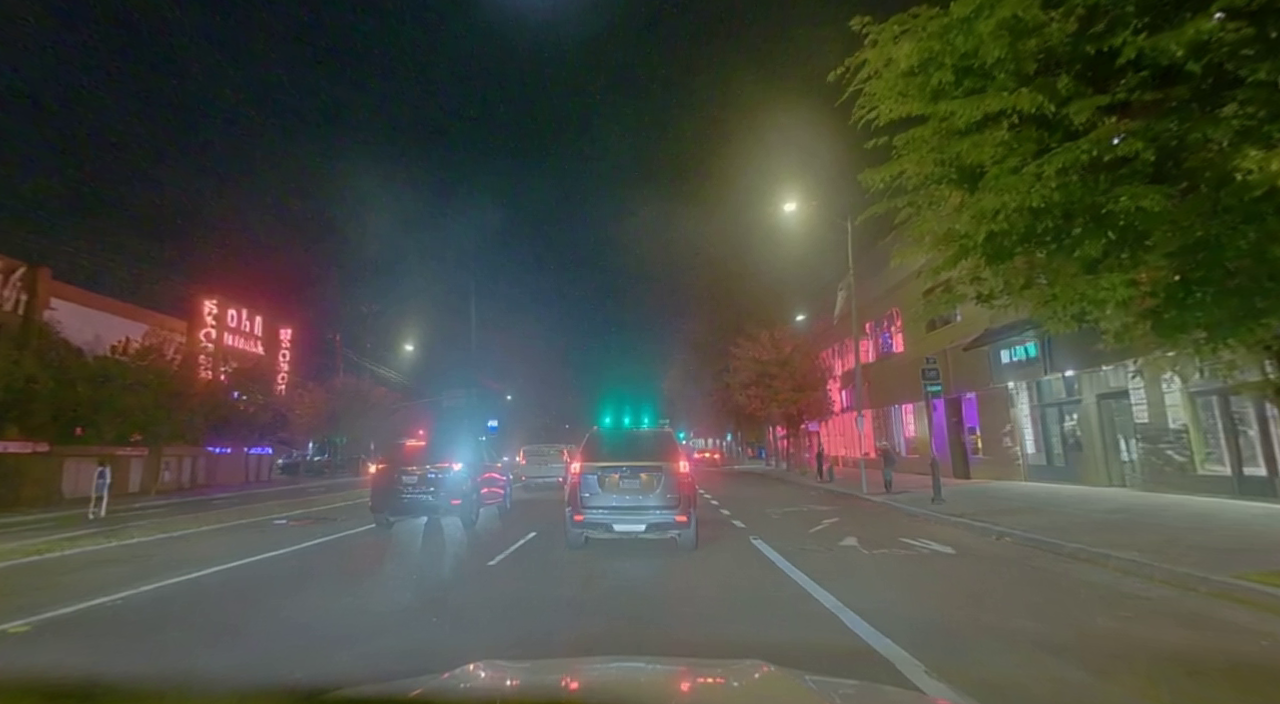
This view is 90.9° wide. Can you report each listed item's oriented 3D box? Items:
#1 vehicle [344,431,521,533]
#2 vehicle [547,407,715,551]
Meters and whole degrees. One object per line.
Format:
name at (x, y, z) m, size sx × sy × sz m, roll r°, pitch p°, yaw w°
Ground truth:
vehicle at (-3.721, 2.387, 12.221) m, size 1.886 × 1.599 × 4.247 m, roll 0°, pitch -8°, yaw 1°
vehicle at (-0.083, 1.879, 9.914) m, size 2.075 × 1.770 × 4.018 m, roll 0°, pitch -8°, yaw 1°
